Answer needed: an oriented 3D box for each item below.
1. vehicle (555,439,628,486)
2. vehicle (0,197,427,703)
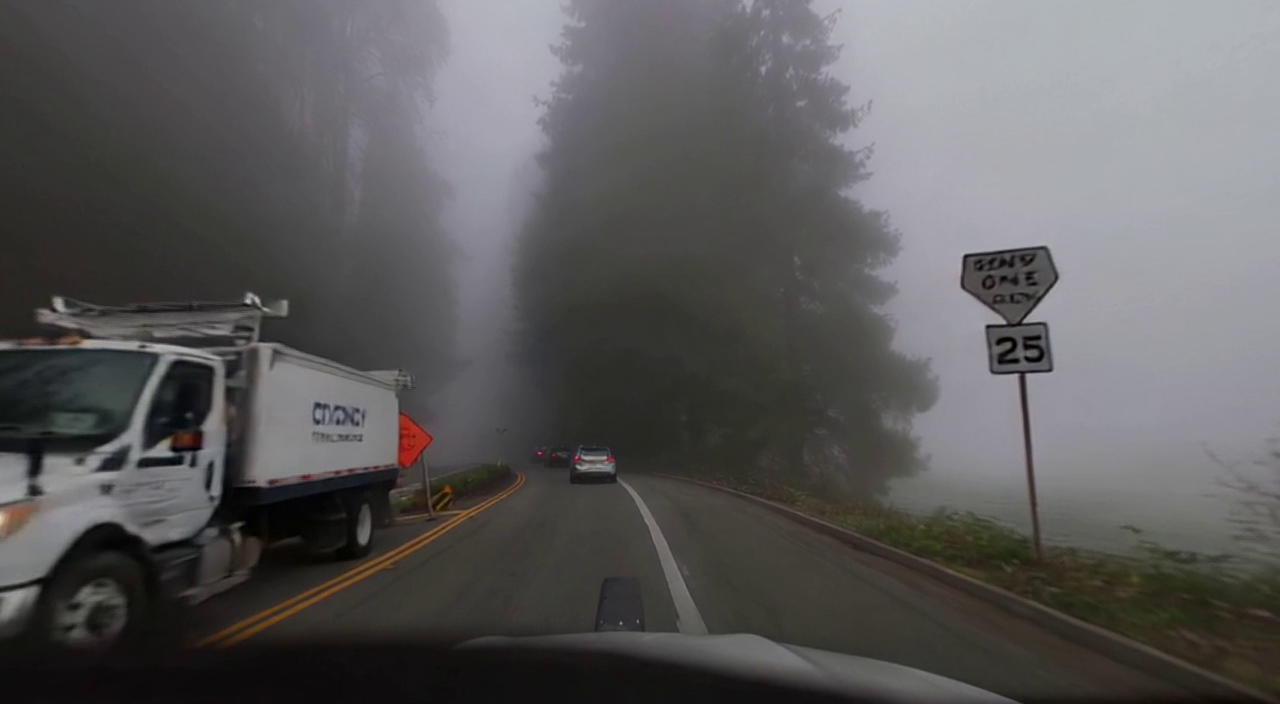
[{"bbox_3d":[-1.827,3.887,22.575,2.186,1.463,4.356,1,-9,-10],"label":"vehicle"},{"bbox_3d":[-3.632,0.928,4.492,2.671,2.053,6.074,1,-8,-6],"label":"vehicle"}]
